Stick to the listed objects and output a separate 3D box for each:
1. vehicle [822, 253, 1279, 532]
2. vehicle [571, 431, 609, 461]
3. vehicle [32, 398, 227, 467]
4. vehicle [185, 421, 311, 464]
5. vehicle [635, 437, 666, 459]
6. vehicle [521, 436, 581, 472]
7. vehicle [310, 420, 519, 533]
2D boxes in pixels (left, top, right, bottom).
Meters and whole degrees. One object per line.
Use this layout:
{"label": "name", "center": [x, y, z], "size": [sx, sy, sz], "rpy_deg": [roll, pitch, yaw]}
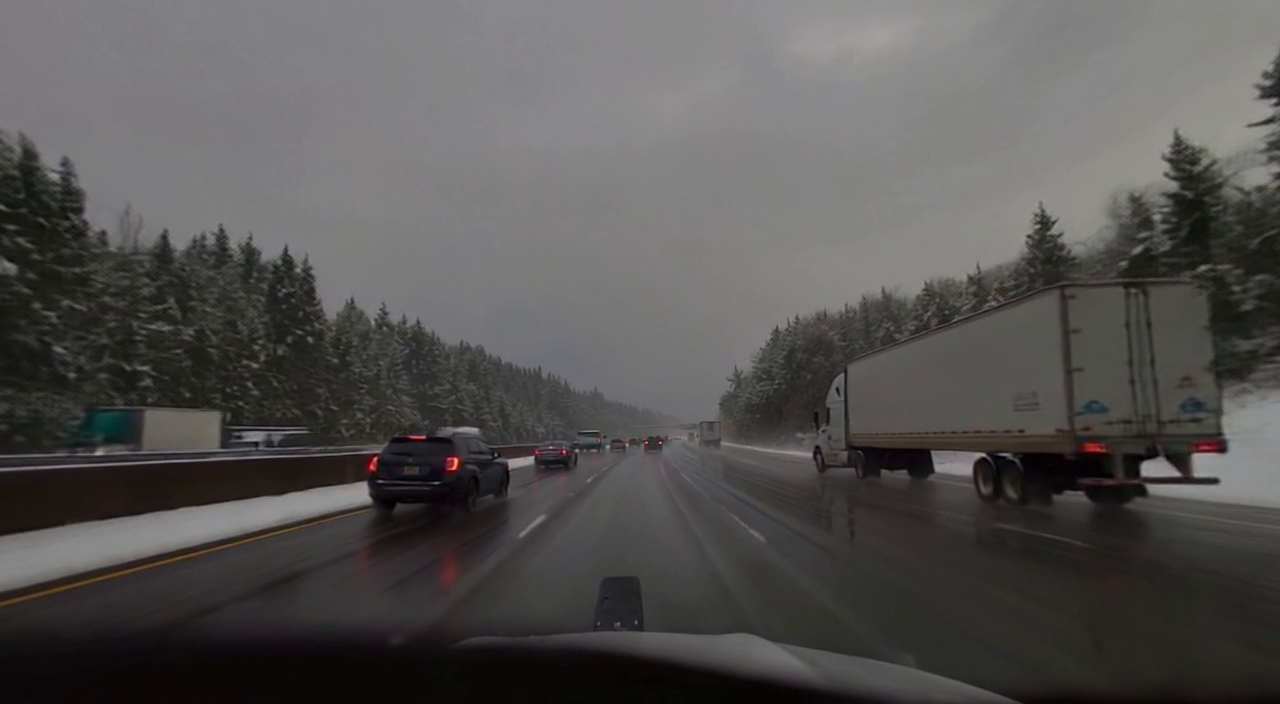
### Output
{"label": "vehicle", "center": [8.275, 1.472, 16.240], "size": [2.866, 4.100, 14.057], "rpy_deg": [0, -8, -1]}
{"label": "vehicle", "center": [-3.160, 6.027, 40.584], "size": [2.064, 1.826, 4.263], "rpy_deg": [0, -8, 1]}
{"label": "vehicle", "center": [-27.718, 4.518, 35.124], "size": [3.004, 3.311, 9.145], "rpy_deg": [0, -8, 2]}
{"label": "vehicle", "center": [-27.450, 6.389, 44.876], "size": [2.707, 2.733, 9.393], "rpy_deg": [0, -8, 2]}
{"label": "vehicle", "center": [0.701, 6.557, 43.224], "size": [2.004, 1.465, 3.842], "rpy_deg": [0, -8, 0]}
{"label": "vehicle", "center": [-3.871, 4.487, 28.105], "size": [2.013, 1.460, 4.027], "rpy_deg": [0, -8, 1]}
{"label": "vehicle", "center": [-3.648, 2.080, 11.227], "size": [2.137, 1.618, 4.209], "rpy_deg": [0, -8, 0]}
